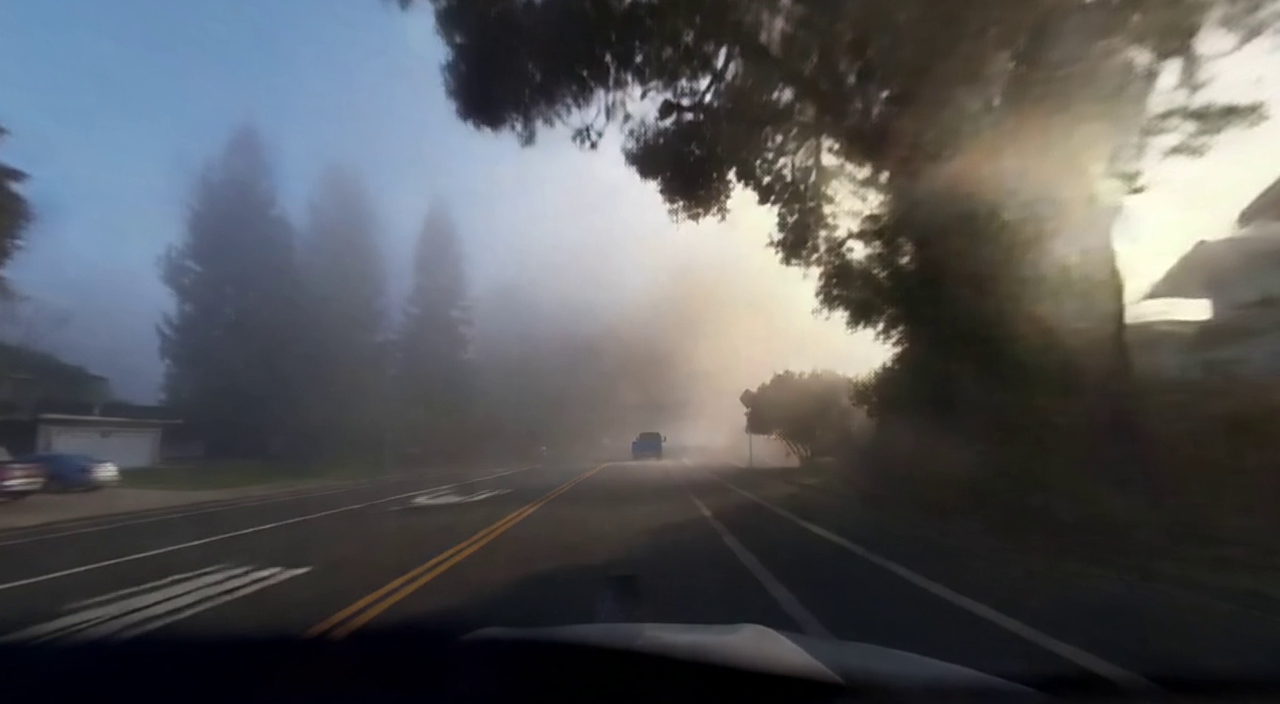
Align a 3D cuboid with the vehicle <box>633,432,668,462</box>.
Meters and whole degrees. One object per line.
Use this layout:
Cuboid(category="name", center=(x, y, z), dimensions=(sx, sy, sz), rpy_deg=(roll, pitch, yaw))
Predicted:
Cuboid(category="vehicle", center=(0.789, 6.553, 43.580), dimensions=(2.153, 1.942, 4.767), rpy_deg=(-1, -8, 5))
